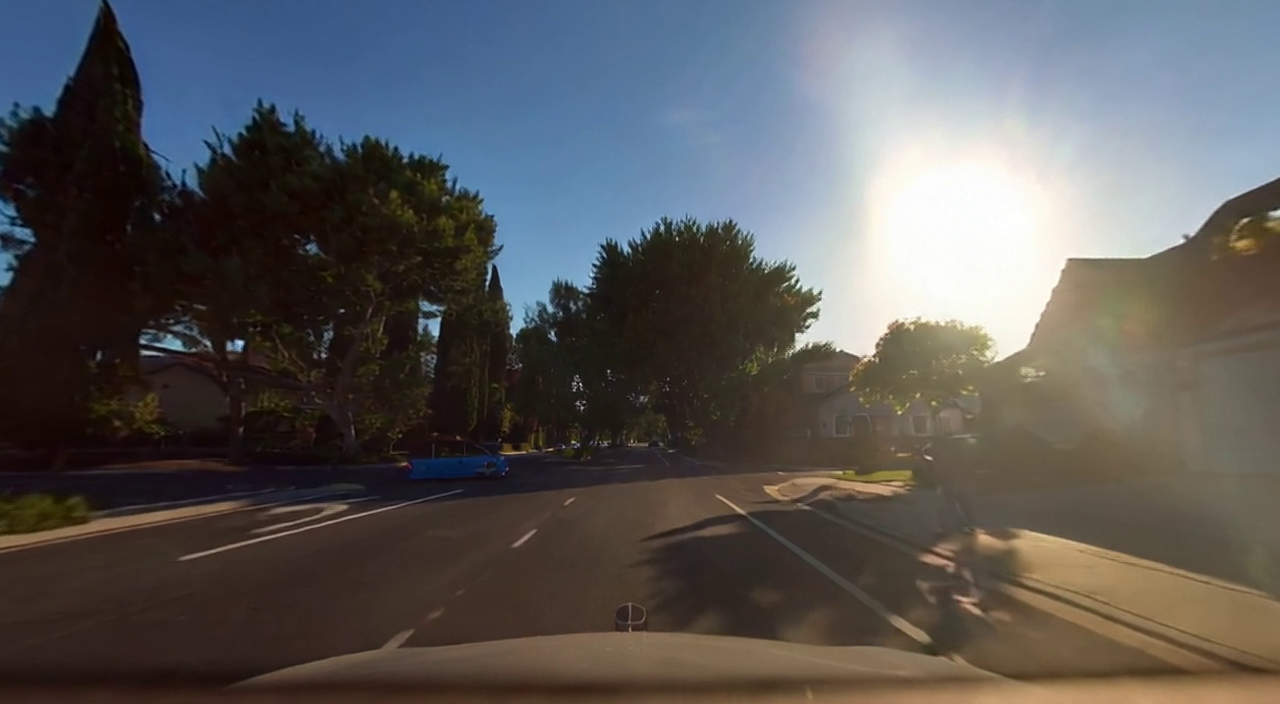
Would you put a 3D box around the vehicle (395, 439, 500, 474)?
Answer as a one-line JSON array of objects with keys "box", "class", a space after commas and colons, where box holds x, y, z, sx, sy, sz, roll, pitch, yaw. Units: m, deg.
[{"box": [-10.156, 5.487, 33.381, 4.788, 1.666, 2.170, 6, -10, -36], "class": "vehicle"}]
